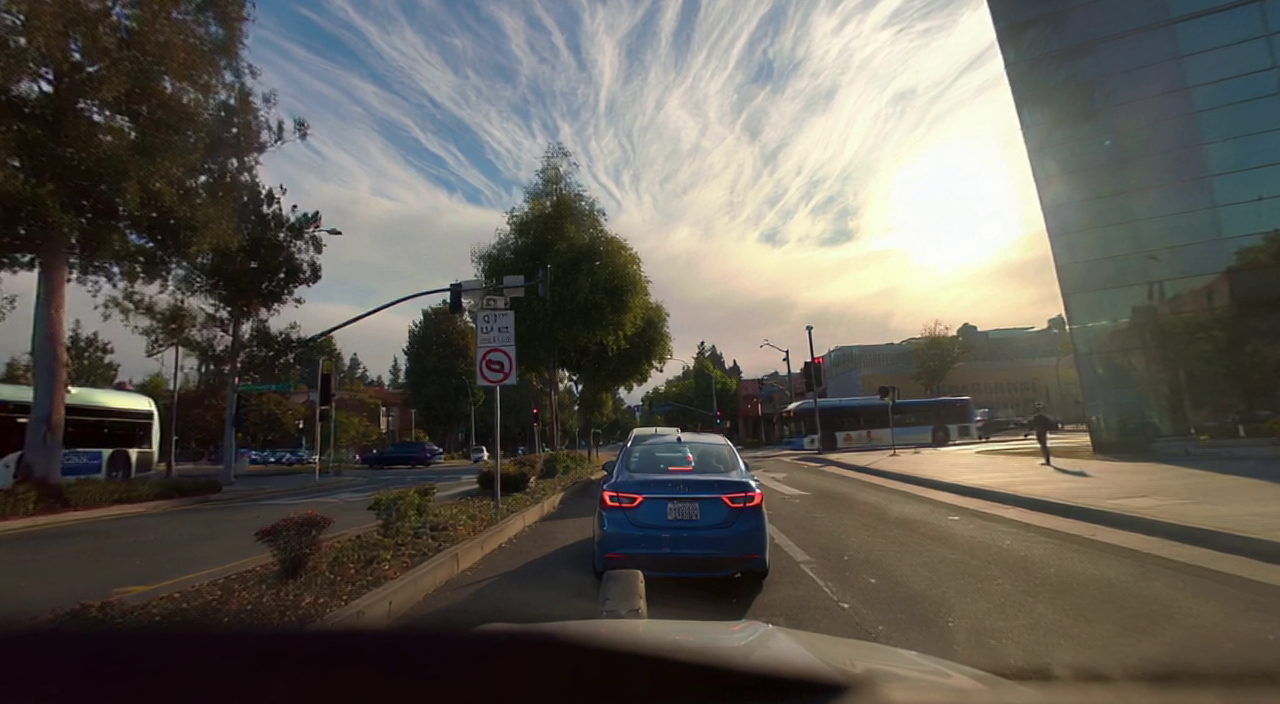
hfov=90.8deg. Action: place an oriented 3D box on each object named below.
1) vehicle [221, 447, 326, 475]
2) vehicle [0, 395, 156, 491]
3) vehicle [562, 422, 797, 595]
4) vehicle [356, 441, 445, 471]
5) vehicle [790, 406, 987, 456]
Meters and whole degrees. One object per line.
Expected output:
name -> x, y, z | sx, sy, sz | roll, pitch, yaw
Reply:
vehicle -> -20.989, 6.209, 36.418 | 1.883, 1.461, 4.830 | -5, -10, 30
vehicle -> -25.912, 3.647, 25.362 | 2.692, 3.685, 10.153 | -3, -9, 20
vehicle -> 0.374, 1.631, 7.388 | 2.006, 1.470, 3.799 | 0, -8, 1
vehicle -> -14.469, 6.278, 38.338 | 4.561, 1.645, 1.892 | 8, -12, -42
vehicle -> 18.997, 6.209, 49.158 | 13.811, 3.706, 2.997 | -1, -9, 3
